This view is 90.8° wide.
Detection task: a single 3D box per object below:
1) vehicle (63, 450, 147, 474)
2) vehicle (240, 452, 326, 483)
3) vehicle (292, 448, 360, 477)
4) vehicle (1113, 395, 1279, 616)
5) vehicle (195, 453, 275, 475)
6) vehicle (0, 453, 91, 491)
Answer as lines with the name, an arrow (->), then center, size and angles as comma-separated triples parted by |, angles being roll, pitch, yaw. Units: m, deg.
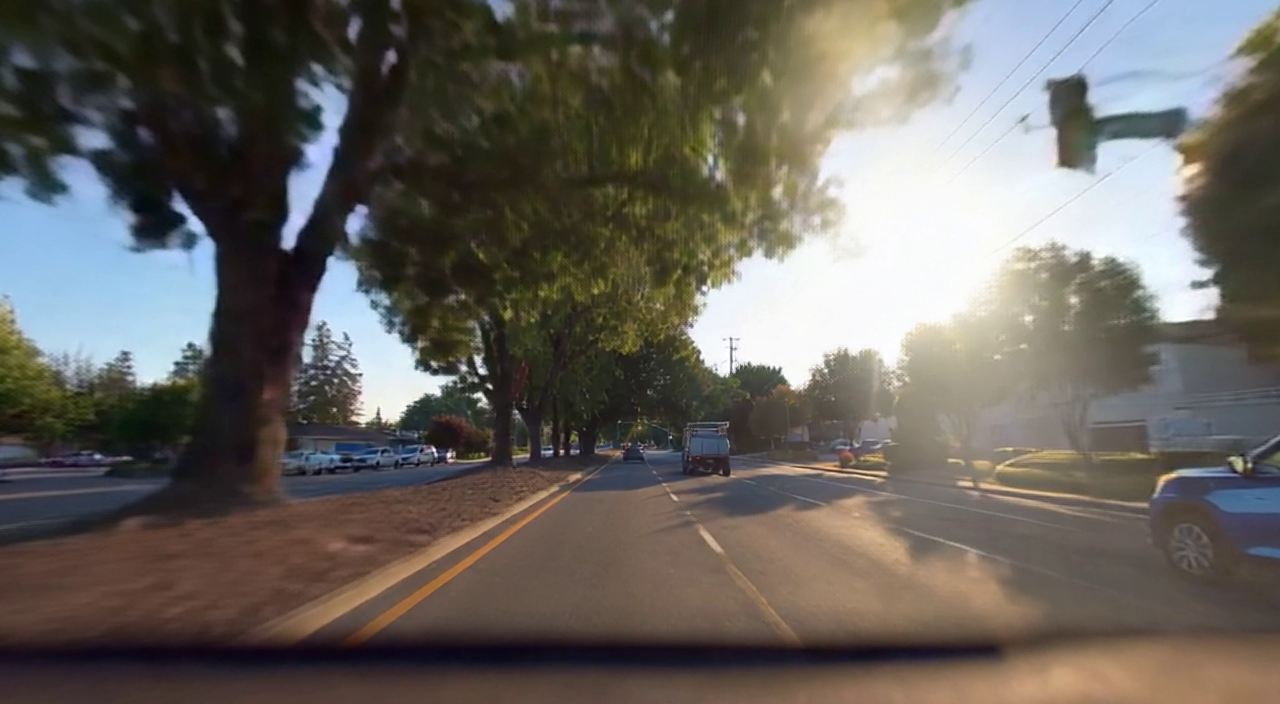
vehicle -> -41.663, 8.551, 49.265 | 4.562, 1.756, 2.075 | 0, -9, 1
vehicle -> -19.216, 6.203, 34.239 | 2.048, 1.493, 4.588 | 0, -8, -1
vehicle -> -19.653, 6.924, 39.784 | 1.985, 1.667, 4.622 | 0, -8, -1
vehicle -> 6.154, 1.140, 4.450 | 2.012, 1.754, 4.635 | 0, -8, 0
vehicle -> -28.594, 7.894, 44.676 | 4.382, 1.467, 1.902 | 0, -8, 2
vehicle -> -28.475, 5.470, 28.935 | 4.657, 1.636, 2.059 | 0, -8, 0
